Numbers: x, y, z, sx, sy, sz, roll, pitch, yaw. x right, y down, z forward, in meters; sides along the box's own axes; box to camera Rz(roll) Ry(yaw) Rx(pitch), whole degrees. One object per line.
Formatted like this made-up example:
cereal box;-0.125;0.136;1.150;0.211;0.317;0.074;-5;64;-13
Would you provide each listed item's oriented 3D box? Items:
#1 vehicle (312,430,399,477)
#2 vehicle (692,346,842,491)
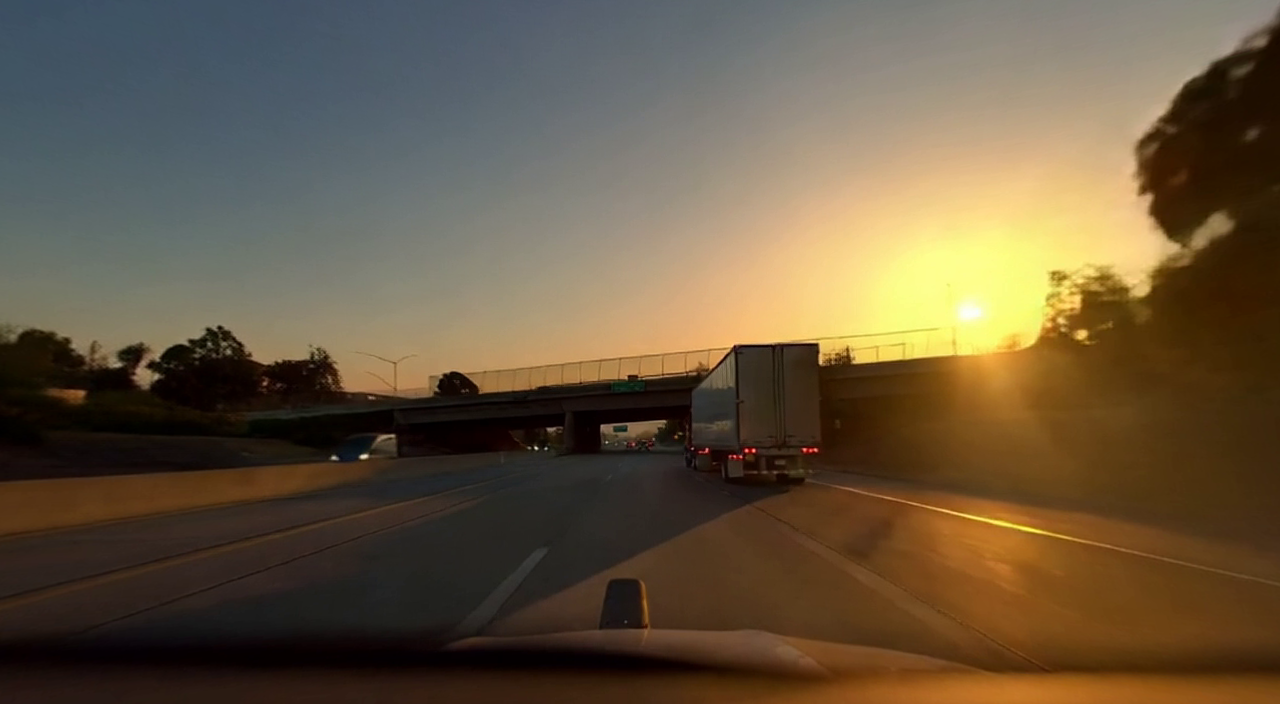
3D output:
vehicle;-18.303;6.553;40.845;2.512;2.796;6.375;0;-8;1
vehicle;4.174;2.917;24.938;2.933;4.100;14.317;0;-8;0
